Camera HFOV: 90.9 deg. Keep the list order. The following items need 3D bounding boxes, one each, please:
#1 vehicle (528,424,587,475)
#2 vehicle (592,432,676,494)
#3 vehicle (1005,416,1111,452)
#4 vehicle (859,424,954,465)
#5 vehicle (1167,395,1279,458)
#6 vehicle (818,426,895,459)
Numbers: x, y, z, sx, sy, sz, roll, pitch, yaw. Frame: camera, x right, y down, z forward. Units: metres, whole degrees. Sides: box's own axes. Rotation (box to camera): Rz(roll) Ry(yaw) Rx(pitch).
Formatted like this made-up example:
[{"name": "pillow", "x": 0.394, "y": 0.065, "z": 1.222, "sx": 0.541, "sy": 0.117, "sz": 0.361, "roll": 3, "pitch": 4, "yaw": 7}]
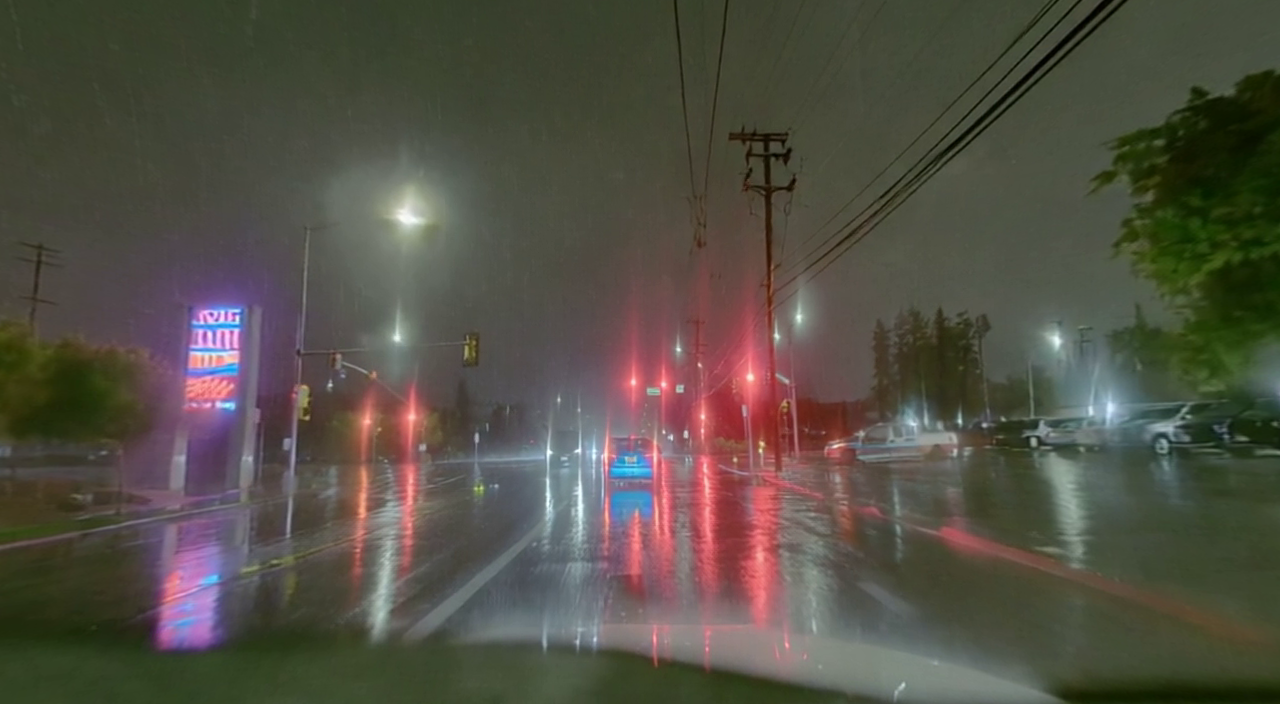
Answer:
[{"name": "vehicle", "x": -3.236, "y": 3.852, "z": 25.077, "sx": 2.106, "sy": 1.852, "sz": 4.512, "roll": 1, "pitch": -8, "yaw": -6}, {"name": "vehicle", "x": -0.220, "y": 3.044, "z": 17.656, "sx": 2.070, "sy": 1.481, "sz": 4.216, "roll": 0, "pitch": -8, "yaw": -2}, {"name": "vehicle", "x": 18.560, "y": 3.662, "z": 27.956, "sx": 4.446, "sy": 1.511, "sz": 1.977, "roll": 4, "pitch": -10, "yaw": -29}, {"name": "vehicle", "x": 10.356, "y": 3.634, "z": 24.873, "sx": 1.888, "sy": 1.455, "sz": 4.268, "roll": 0, "pitch": -8, "yaw": 0}, {"name": "vehicle", "x": 18.537, "y": 2.321, "z": 19.281, "sx": 4.206, "sy": 1.722, "sz": 2.100, "roll": 4, "pitch": -10, "yaw": -28}, {"name": "vehicle", "x": 10.458, "y": 4.441, "z": 30.838, "sx": 1.842, "sy": 1.471, "sz": 4.481, "roll": 1, "pitch": -8, "yaw": -6}]
